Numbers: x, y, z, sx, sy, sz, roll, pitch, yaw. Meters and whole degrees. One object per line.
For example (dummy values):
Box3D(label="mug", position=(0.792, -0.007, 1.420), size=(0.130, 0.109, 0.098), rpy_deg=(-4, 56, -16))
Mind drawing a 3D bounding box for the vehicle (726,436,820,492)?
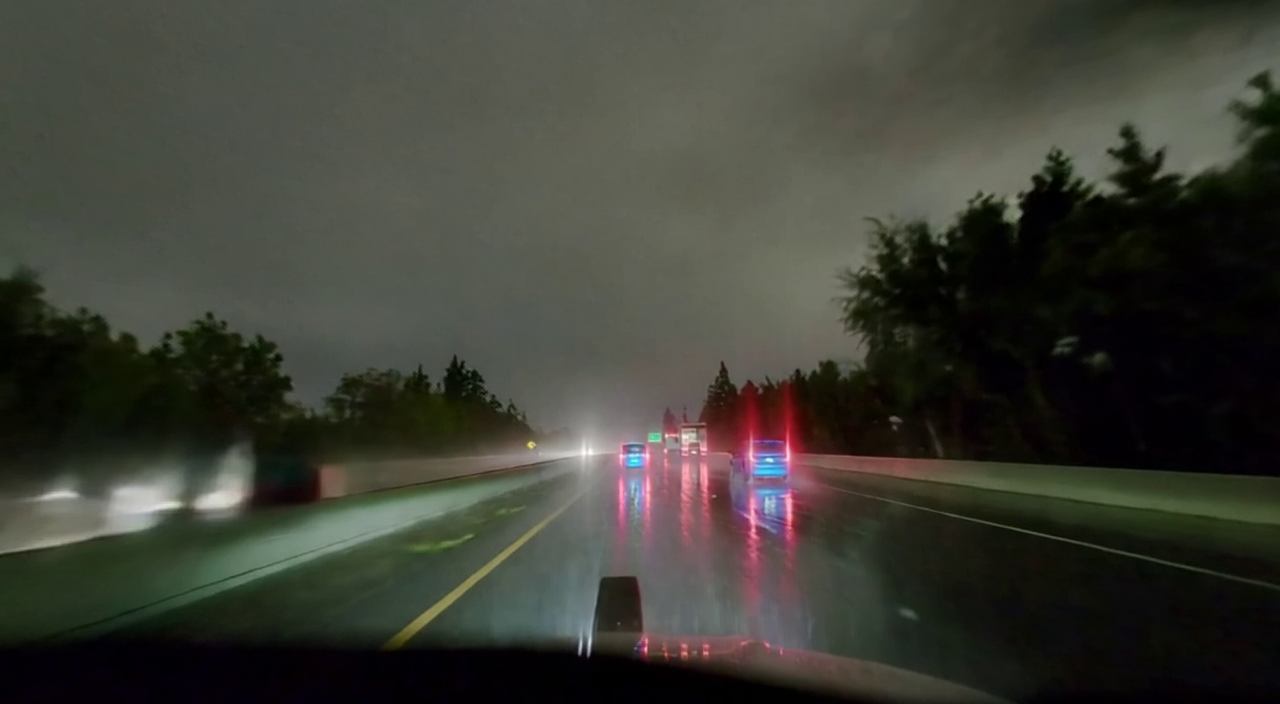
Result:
Box3D(label="vehicle", position=(3.962, 3.425, 19.475), size=(1.953, 1.540, 4.101), rpy_deg=(0, -9, -1))

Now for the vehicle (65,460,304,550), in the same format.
Box3D(label="vehicle", position=(-9.345, 3.122, 13.442), size=(1.912, 1.503, 4.270), rpy_deg=(-1, -9, 0))

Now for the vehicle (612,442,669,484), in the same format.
Box3D(label="vehicle", position=(0.005, 4.320, 24.600), size=(2.066, 1.490, 3.759), rpy_deg=(0, -9, 0))
